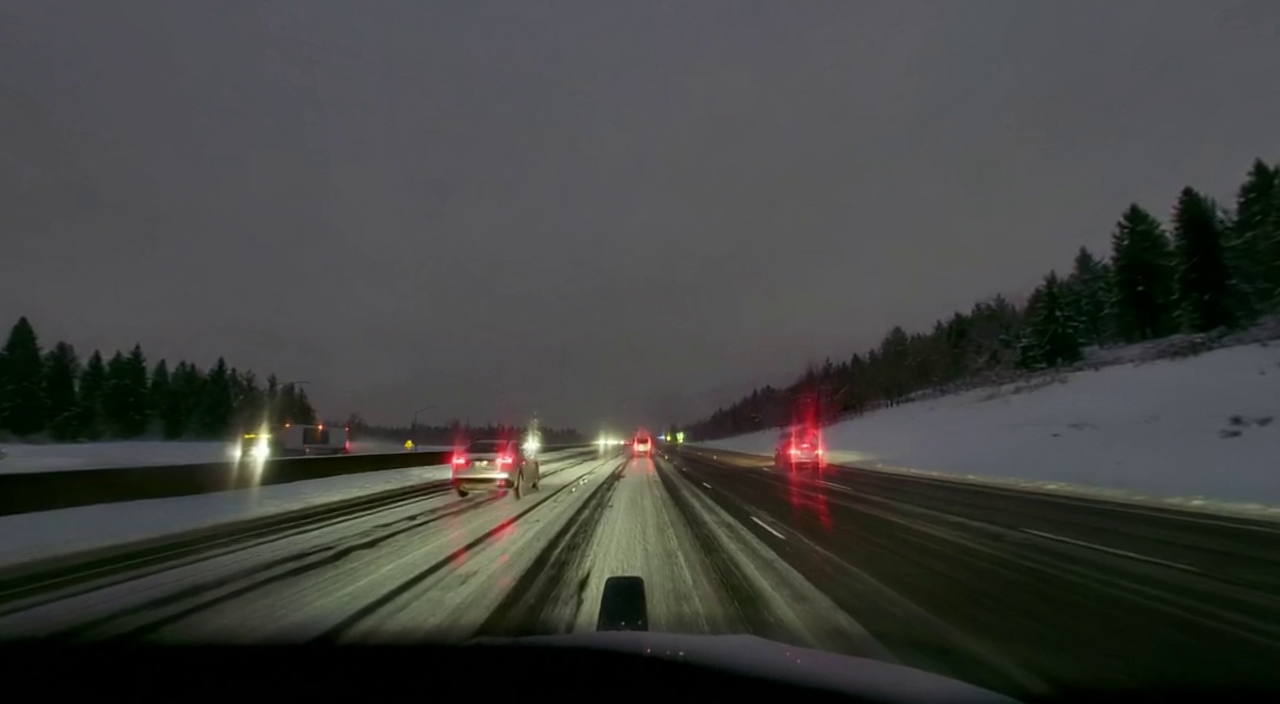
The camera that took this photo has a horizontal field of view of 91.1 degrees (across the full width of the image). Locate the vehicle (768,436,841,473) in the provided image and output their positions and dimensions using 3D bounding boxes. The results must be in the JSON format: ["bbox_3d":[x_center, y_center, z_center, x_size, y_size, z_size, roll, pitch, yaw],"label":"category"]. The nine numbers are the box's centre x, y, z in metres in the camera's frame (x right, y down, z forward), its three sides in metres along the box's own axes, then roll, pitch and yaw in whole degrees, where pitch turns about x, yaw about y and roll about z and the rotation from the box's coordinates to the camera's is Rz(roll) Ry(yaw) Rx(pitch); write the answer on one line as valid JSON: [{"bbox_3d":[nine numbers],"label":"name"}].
[{"bbox_3d":[7.269,4.571,28.324,1.870,1.493,5.015,0,-8,-1],"label":"vehicle"}]

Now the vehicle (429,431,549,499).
[{"bbox_3d":[-3.819,2.942,16.765,2.050,1.546,4.344,0,-8,1],"label":"vehicle"}]
